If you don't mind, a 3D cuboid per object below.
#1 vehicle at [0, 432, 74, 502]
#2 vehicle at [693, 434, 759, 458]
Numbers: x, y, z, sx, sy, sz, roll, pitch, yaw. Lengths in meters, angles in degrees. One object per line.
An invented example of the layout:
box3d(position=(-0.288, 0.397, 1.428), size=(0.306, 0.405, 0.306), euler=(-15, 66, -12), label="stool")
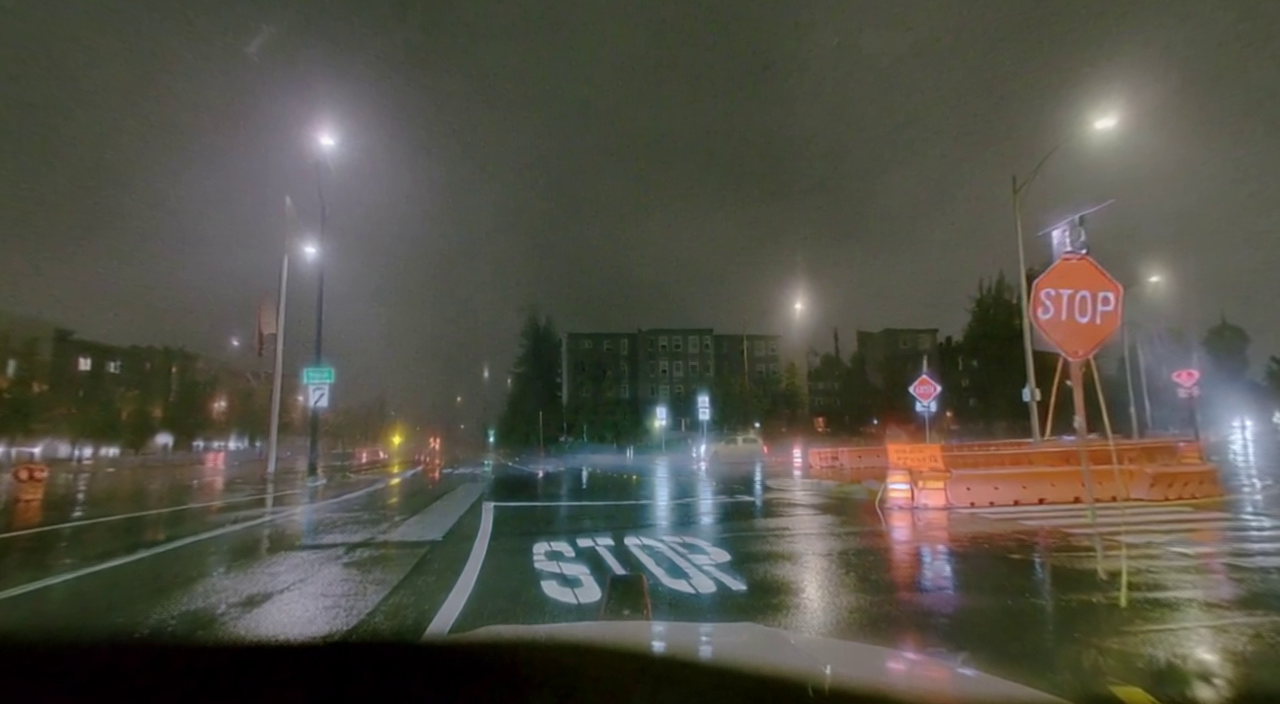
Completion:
box3d(position=(-17.352, 3.151, 17.577), size=(2.159, 1.734, 4.292), euler=(8, -12, -41), label="vehicle")
box3d(position=(6.179, 6.797, 45.469), size=(4.302, 1.628, 1.957), euler=(1, -9, -7), label="vehicle")
